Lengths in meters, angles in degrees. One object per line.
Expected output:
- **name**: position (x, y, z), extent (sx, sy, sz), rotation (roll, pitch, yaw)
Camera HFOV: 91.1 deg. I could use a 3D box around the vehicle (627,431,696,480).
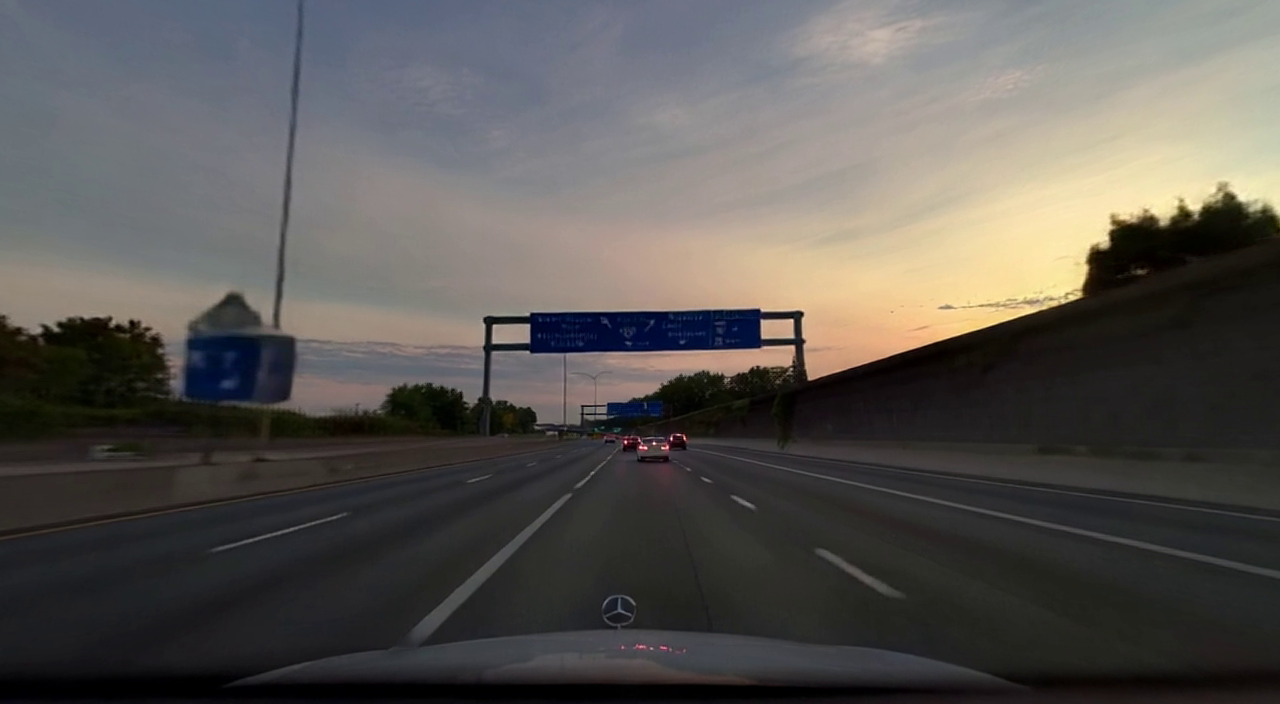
- **vehicle**: position (0.592, 3.373, 20.873), extent (2.046, 1.467, 3.844), rotation (0, -8, -2)
